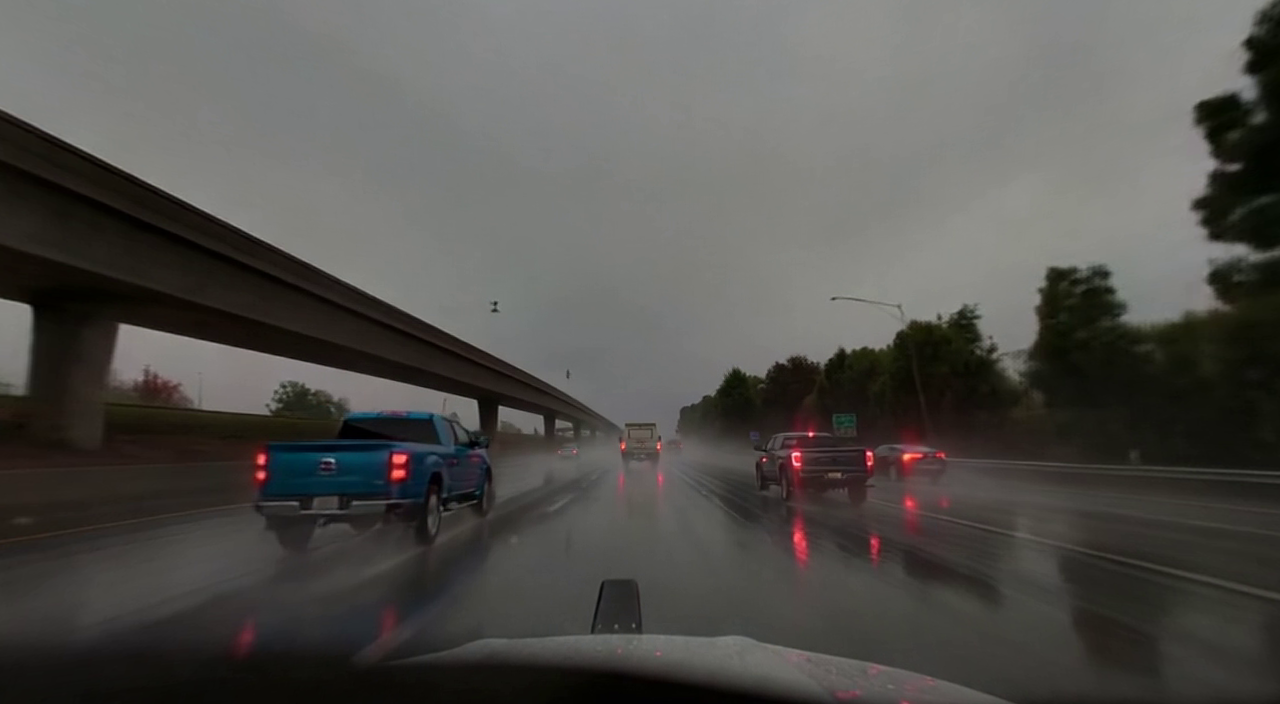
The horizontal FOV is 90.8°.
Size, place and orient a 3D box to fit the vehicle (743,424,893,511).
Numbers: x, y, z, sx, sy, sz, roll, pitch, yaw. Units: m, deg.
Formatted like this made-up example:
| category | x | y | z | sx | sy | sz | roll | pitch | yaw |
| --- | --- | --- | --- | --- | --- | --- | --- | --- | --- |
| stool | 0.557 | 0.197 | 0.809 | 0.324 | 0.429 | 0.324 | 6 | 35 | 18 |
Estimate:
| category | x | y | z | sx | sy | sz | roll | pitch | yaw |
| --- | --- | --- | --- | --- | --- | --- | --- | --- | --- |
| vehicle | 3.787 | 2.547 | 14.296 | 2.119 | 1.653 | 4.000 | 0 | -9 | -2 |

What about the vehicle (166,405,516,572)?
| category | x | y | z | sx | sy | sz | roll | pitch | yaw |
| --- | --- | --- | --- | --- | --- | --- | --- | --- | --- |
| vehicle | -3.584 | 1.800 | 9.099 | 2.535 | 1.715 | 5.030 | 0 | -9 | 0 |

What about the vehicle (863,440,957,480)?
| category | x | y | z | sx | sy | sz | roll | pitch | yaw |
| --- | --- | --- | --- | --- | --- | --- | --- | --- | --- |
| vehicle | 11.060 | 4.451 | 26.264 | 1.961 | 1.480 | 4.331 | 0 | -9 | -1 |

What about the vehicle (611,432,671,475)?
| category | x | y | z | sx | sy | sz | roll | pitch | yaw |
| --- | --- | --- | --- | --- | --- | --- | --- | --- | --- |
| vehicle | 0.051 | 4.821 | 30.199 | 2.572 | 1.837 | 5.693 | 0 | -9 | 0 |
